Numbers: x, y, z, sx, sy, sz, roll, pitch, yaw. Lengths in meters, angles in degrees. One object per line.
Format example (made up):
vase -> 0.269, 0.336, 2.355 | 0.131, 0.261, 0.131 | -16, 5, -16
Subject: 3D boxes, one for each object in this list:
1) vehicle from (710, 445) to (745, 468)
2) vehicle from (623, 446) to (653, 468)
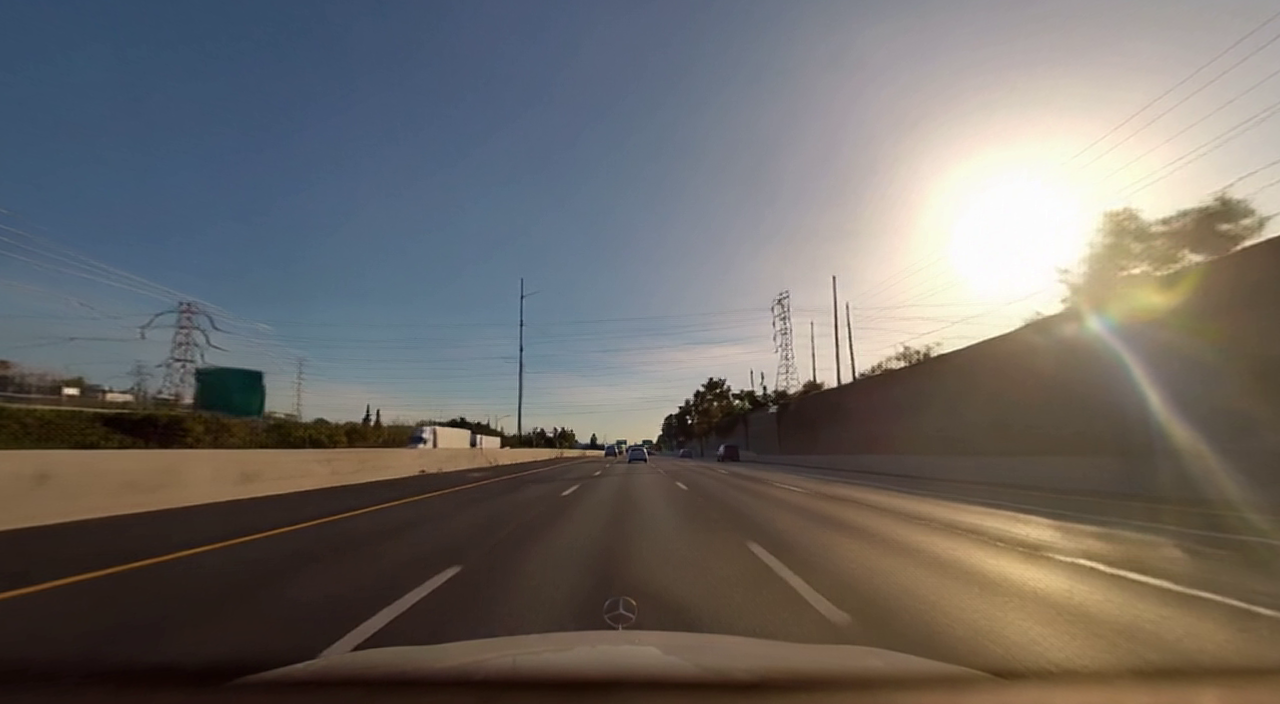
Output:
vehicle -> 6.800, 8.154, 49.714 | 2.005, 1.687, 4.259 | 0, -8, -1
vehicle -> -0.181, 7.540, 45.536 | 2.109, 1.489, 4.027 | 0, -8, -1
